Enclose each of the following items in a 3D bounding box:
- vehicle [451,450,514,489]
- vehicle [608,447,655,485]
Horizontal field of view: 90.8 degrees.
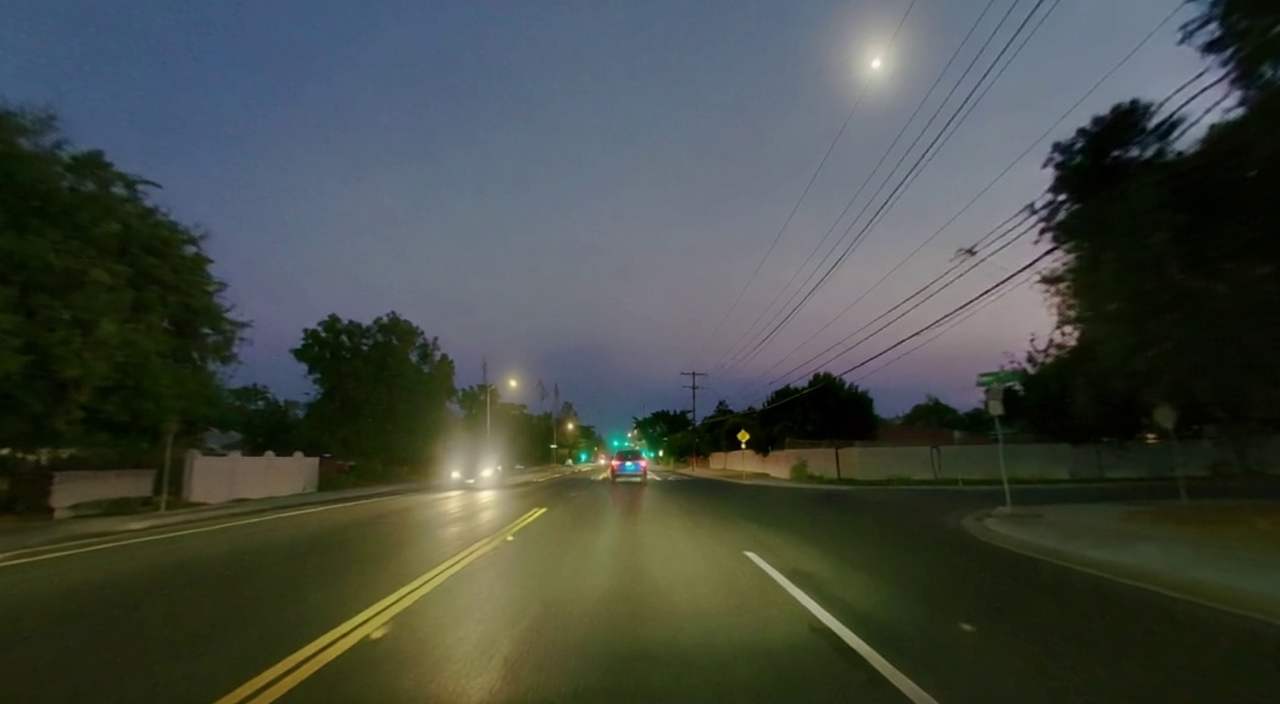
[{"bbox_3d":[-7.532,5.627,30.662,2.046,1.730,4.310,0,-8,-2],"label":"vehicle"},{"bbox_3d":[-0.476,5.523,30.974,2.139,1.699,3.916,0,-8,-2],"label":"vehicle"}]
